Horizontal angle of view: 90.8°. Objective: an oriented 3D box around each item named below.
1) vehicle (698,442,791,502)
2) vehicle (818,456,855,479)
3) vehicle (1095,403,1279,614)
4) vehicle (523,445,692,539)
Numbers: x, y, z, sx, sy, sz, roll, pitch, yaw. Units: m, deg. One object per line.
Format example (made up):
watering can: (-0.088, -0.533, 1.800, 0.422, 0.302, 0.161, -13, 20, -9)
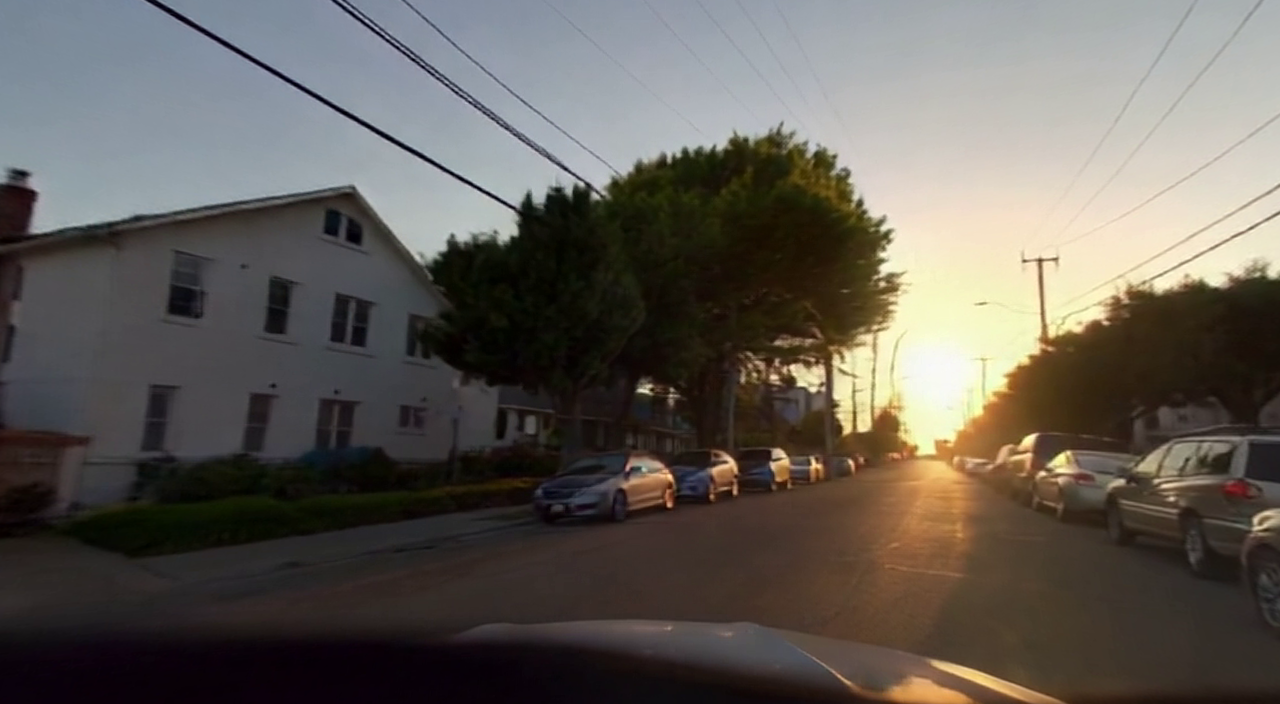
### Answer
vehicle: (3.912, 4.245, 23.014, 2.034, 1.923, 4.713, -4, -9, 26)
vehicle: (13.781, 8.027, 44.122, 1.958, 1.359, 4.357, -4, -9, 23)
vehicle: (7.250, 1.766, 7.374, 2.055, 1.763, 5.134, 2, -9, 23)
vehicle: (-0.511, 2.947, 14.102, 1.909, 1.675, 4.442, -4, -9, 24)
